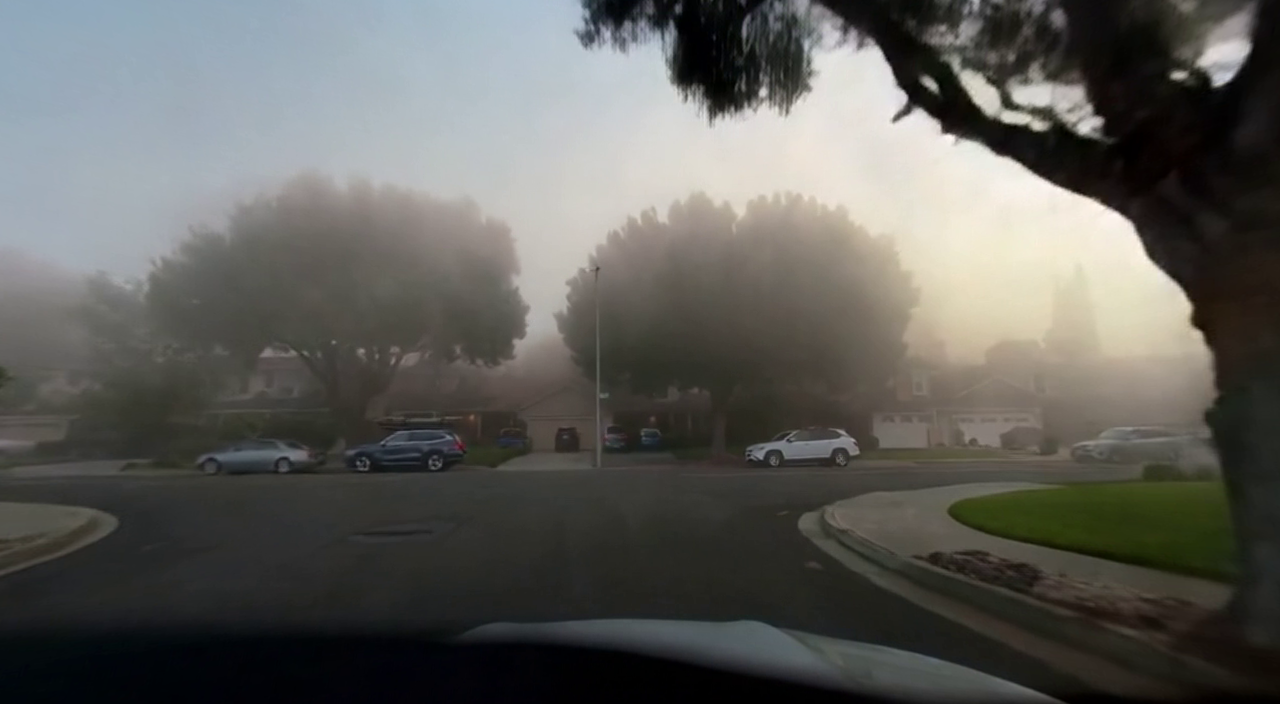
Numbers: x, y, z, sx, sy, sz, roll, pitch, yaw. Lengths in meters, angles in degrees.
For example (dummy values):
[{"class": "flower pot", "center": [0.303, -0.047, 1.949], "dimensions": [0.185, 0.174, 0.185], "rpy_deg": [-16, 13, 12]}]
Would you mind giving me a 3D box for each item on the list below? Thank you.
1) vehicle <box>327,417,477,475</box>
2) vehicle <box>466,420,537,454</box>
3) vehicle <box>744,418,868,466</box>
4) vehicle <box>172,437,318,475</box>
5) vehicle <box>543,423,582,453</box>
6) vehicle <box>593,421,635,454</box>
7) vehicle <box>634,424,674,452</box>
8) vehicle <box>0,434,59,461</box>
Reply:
[{"class": "vehicle", "center": [-9.867, 3.924, 26.645], "dimensions": [5.419, 2.292, 2.272], "rpy_deg": [1, -7, -6]}, {"class": "vehicle", "center": [-9.027, 5.509, 40.799], "dimensions": [2.307, 2.043, 5.475], "rpy_deg": [7, -11, -36]}, {"class": "vehicle", "center": [7.296, 4.036, 28.189], "dimensions": [4.919, 1.969, 2.104], "rpy_deg": [2, -9, -3]}, {"class": "vehicle", "center": [-16.002, 4.243, 25.835], "dimensions": [4.650, 1.480, 1.782], "rpy_deg": [1, -9, -6]}, {"class": "vehicle", "center": [-5.306, 5.811, 42.585], "dimensions": [2.391, 1.894, 5.075], "rpy_deg": [2, -9, -9]}, {"class": "vehicle", "center": [-1.747, 5.493, 40.575], "dimensions": [2.278, 1.969, 5.533], "rpy_deg": [1, -8, -7]}, {"class": "vehicle", "center": [0.883, 5.741, 42.034], "dimensions": [2.005, 1.699, 4.234], "rpy_deg": [1, -9, -8]}, {"class": "vehicle", "center": [-37.651, 5.670, 37.602], "dimensions": [1.865, 1.499, 4.619], "rpy_deg": [1, -8, -3]}]
